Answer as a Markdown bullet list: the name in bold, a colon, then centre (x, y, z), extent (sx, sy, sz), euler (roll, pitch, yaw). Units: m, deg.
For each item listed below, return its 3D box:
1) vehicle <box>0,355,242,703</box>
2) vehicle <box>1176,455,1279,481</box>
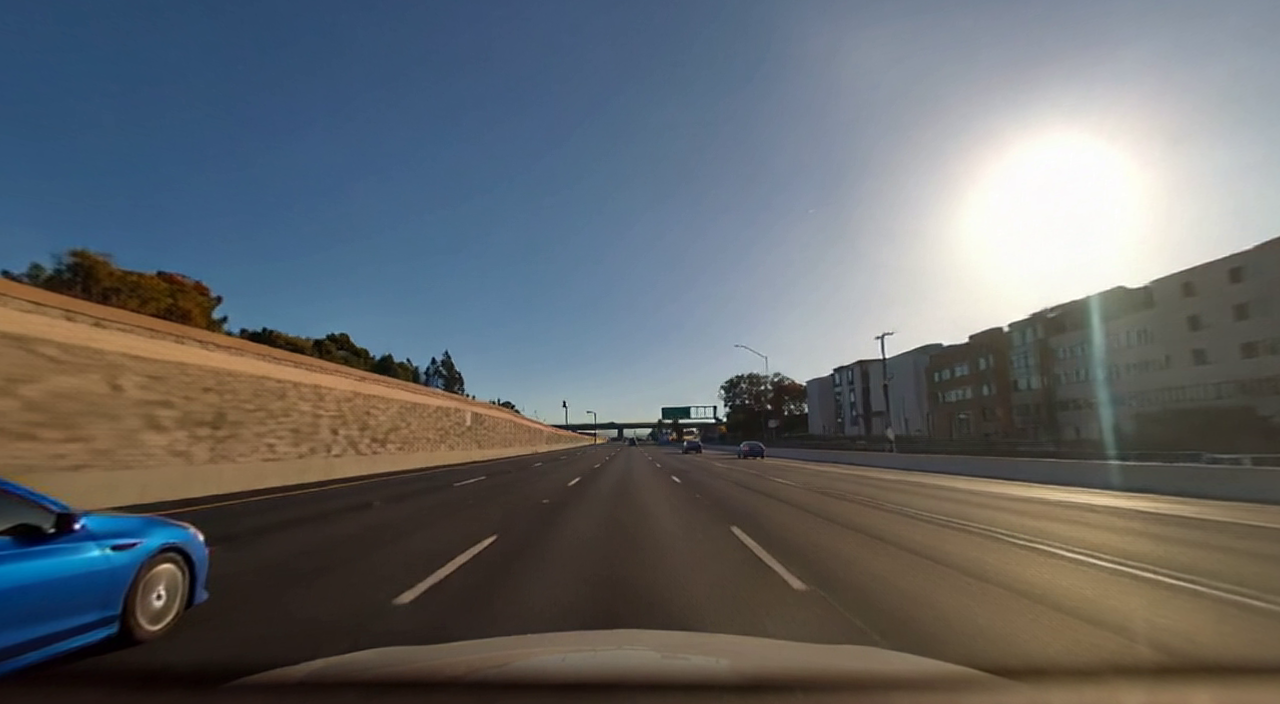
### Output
- **vehicle**: centre (-3.779, 0.760, 2.148), extent (2.070, 1.641, 4.315), euler (0, -8, -1)
- **vehicle**: centre (34.274, 6.775, 36.904), extent (4.252, 1.444, 1.702), euler (0, -8, 1)
